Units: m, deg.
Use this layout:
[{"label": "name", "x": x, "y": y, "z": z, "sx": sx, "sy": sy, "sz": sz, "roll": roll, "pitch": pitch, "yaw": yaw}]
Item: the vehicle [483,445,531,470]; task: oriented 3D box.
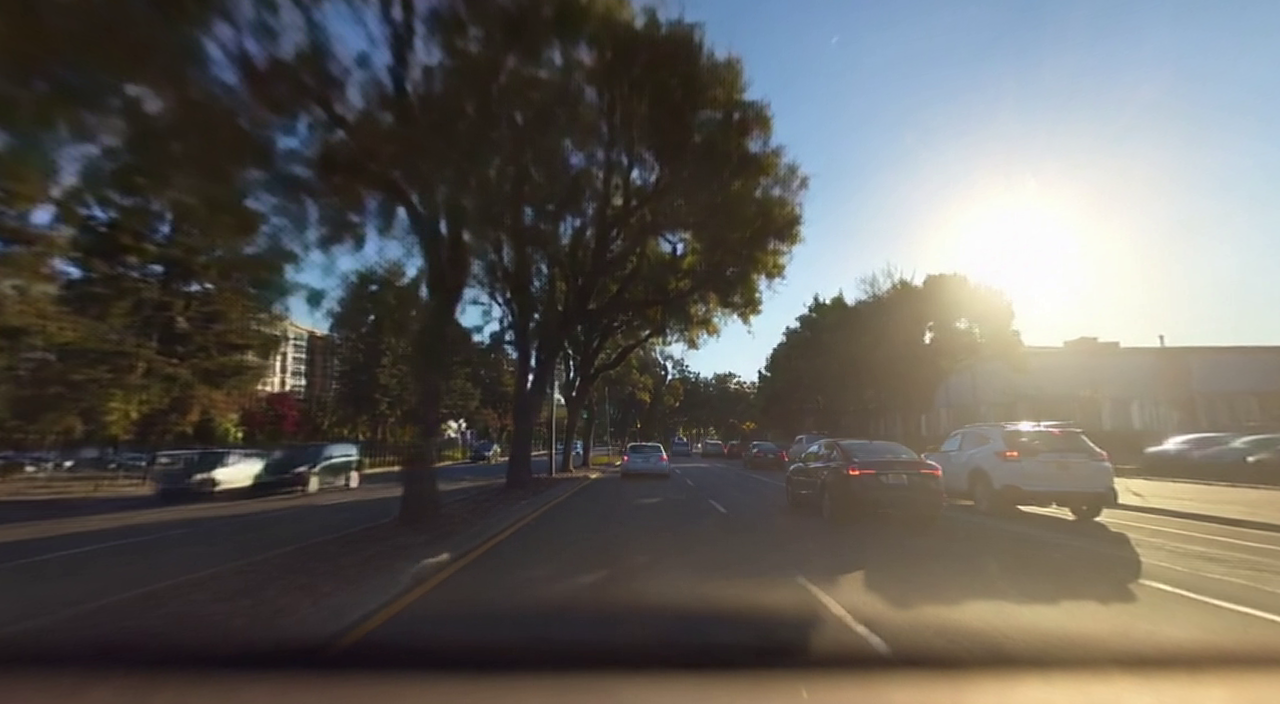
[{"label": "vehicle", "x": -8.320, "y": 6.593, "z": 39.796, "sx": 1.993, "sy": 1.458, "sz": 4.614, "roll": -1, "pitch": -9, "yaw": 0}]

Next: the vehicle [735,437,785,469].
[{"label": "vehicle", "x": 7.105, "y": 6.063, "z": 37.915, "sx": 2.068, "sy": 1.779, "sz": 4.567, "roll": 0, "pitch": -9, "yaw": -1}]

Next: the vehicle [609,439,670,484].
[{"label": "vehicle", "x": -0.021, "y": 3.861, "z": 22.519, "sx": 1.994, "sy": 1.479, "sz": 3.647, "roll": 0, "pitch": -9, "yaw": 0}]

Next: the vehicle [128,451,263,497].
[{"label": "vehicle", "x": -16.159, "y": 4.412, "z": 23.294, "sx": 1.878, "sy": 1.497, "sz": 4.180, "roll": 0, "pitch": -9, "yaw": 0}]

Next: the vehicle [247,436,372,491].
[{"label": "vehicle", "x": -12.231, "y": 4.152, "z": 23.827, "sx": 2.034, "sy": 1.844, "sz": 4.820, "roll": 0, "pitch": -9, "yaw": 1}]

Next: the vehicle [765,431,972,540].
[{"label": "vehicle", "x": 3.557, "y": 2.151, "z": 10.798, "sx": 1.858, "sy": 1.466, "sz": 4.230, "roll": 0, "pitch": -9, "yaw": -1}]

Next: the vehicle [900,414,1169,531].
[{"label": "vehicle", "x": 7.110, "y": 2.222, "z": 12.194, "sx": 2.134, "sy": 1.810, "sz": 4.590, "roll": 0, "pitch": -9, "yaw": -1}]
